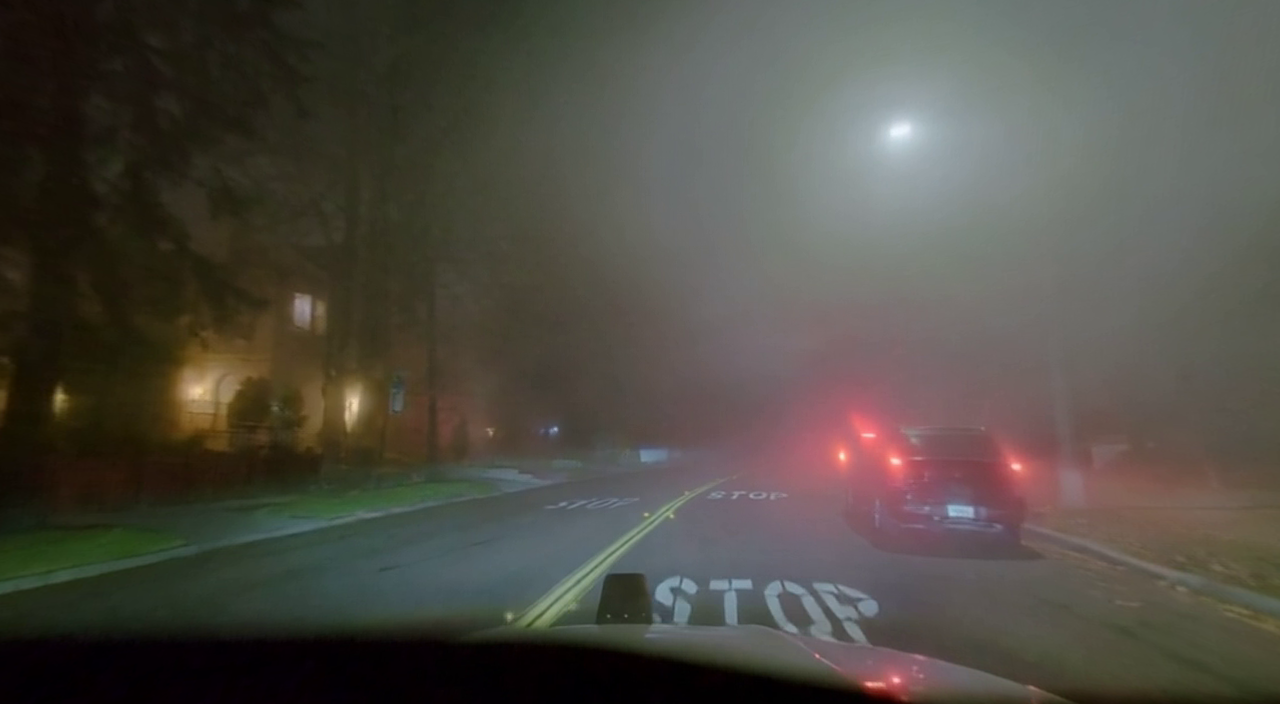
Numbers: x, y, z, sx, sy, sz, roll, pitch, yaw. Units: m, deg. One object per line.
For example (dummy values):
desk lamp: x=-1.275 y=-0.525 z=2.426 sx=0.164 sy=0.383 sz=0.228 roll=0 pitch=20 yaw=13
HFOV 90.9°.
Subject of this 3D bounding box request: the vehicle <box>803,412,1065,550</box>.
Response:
vehicle: x=4.220 y=1.934 z=10.212 sx=2.692 sy=1.649 sz=4.689 roll=-2 pitch=-9 yaw=11
